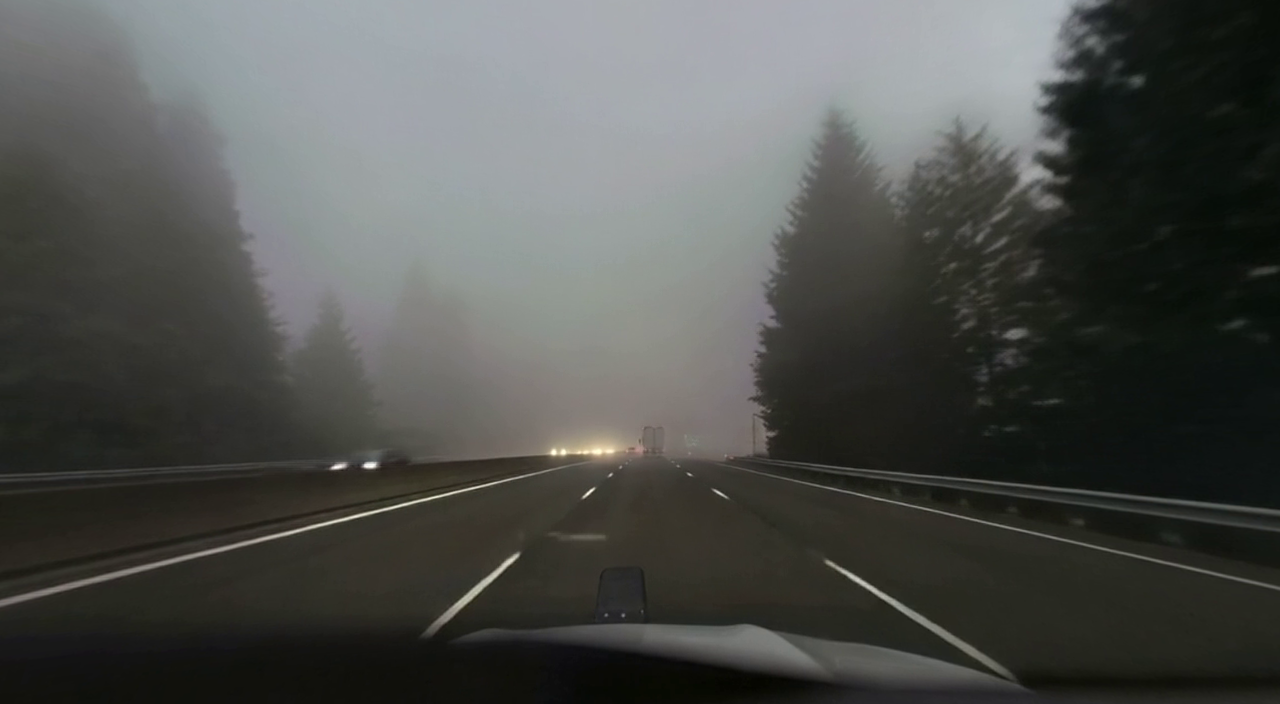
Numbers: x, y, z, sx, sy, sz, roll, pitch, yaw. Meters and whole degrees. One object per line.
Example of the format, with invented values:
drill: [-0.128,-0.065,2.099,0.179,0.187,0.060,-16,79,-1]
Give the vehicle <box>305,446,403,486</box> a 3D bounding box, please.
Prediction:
vehicle: [-12.355,4.953,27.632,2.151,1.566,4.614,0,-9,0]
